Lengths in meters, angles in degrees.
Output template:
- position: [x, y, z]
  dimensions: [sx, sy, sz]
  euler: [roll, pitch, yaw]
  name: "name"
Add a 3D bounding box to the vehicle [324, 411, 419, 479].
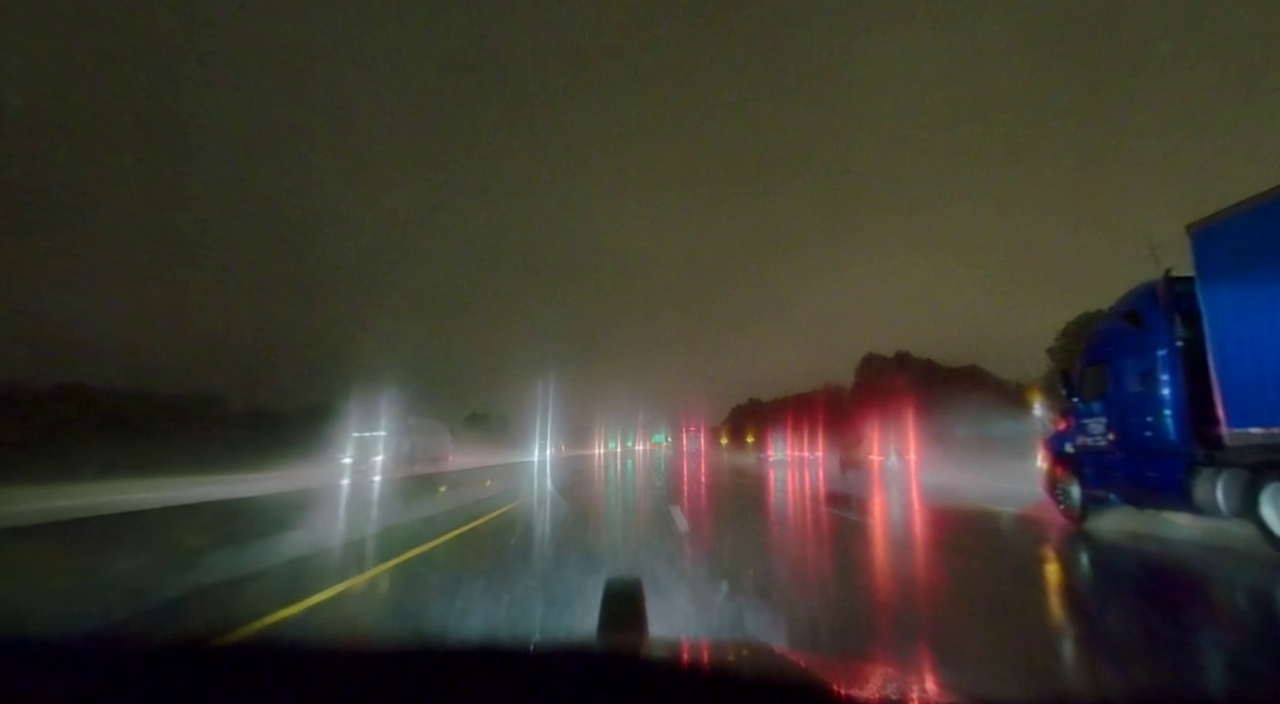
- position: [-16.126, 5.673, 38.343]
  dimensions: [2.932, 3.817, 6.028]
  euler: [0, -9, 1]
  name: "vehicle"
